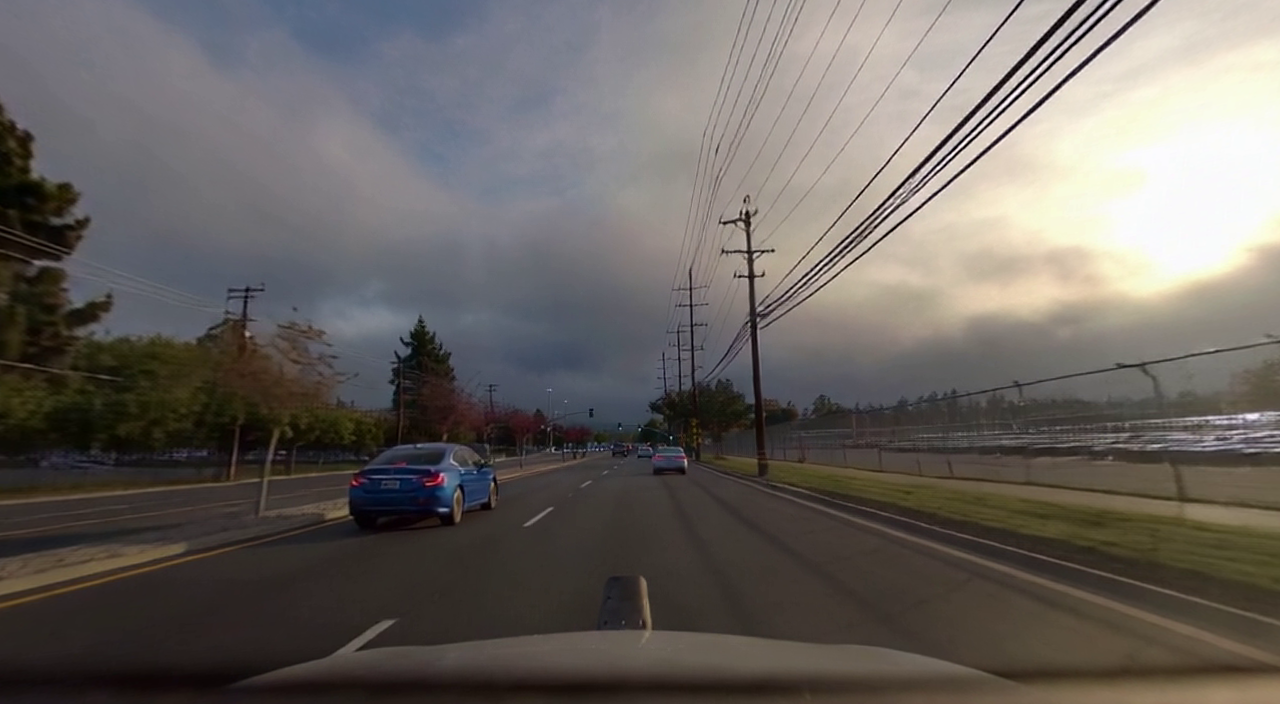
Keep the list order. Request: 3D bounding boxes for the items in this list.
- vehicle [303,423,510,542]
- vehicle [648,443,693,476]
[{"bbox_3d":[-3.813,2.201,11.256,1.950,1.692,4.397,0,-8,1],"label":"vehicle"},{"bbox_3d":[1.436,5.282,31.032,2.059,1.486,3.980,0,-8,1],"label":"vehicle"}]
